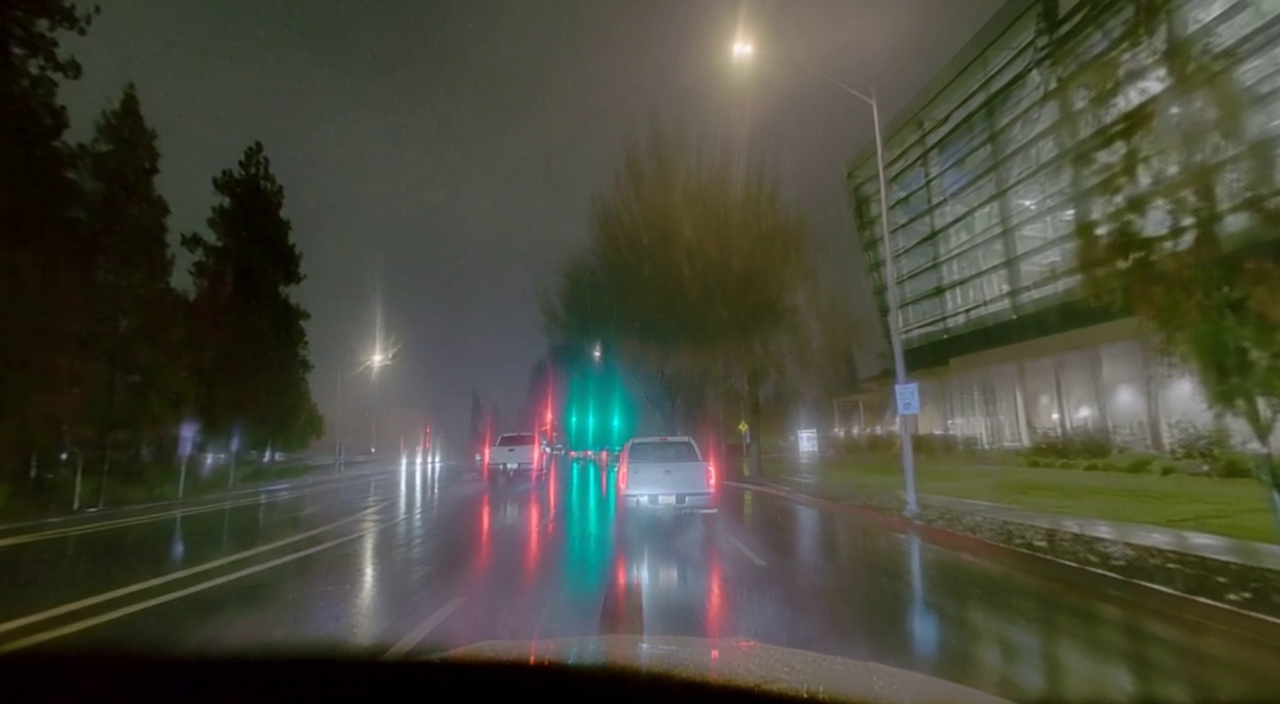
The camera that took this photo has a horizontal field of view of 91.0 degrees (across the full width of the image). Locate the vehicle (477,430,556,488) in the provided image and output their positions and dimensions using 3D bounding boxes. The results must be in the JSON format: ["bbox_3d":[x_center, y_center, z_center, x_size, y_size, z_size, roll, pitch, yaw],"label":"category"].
[{"bbox_3d":[-4.697,4.190,24.926,2.512,1.992,5.725,1,-9,-6],"label":"vehicle"}]

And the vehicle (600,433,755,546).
[{"bbox_3d":[0.394,2.211,10.818,2.142,1.528,4.133,0,-9,-4],"label":"vehicle"}]
